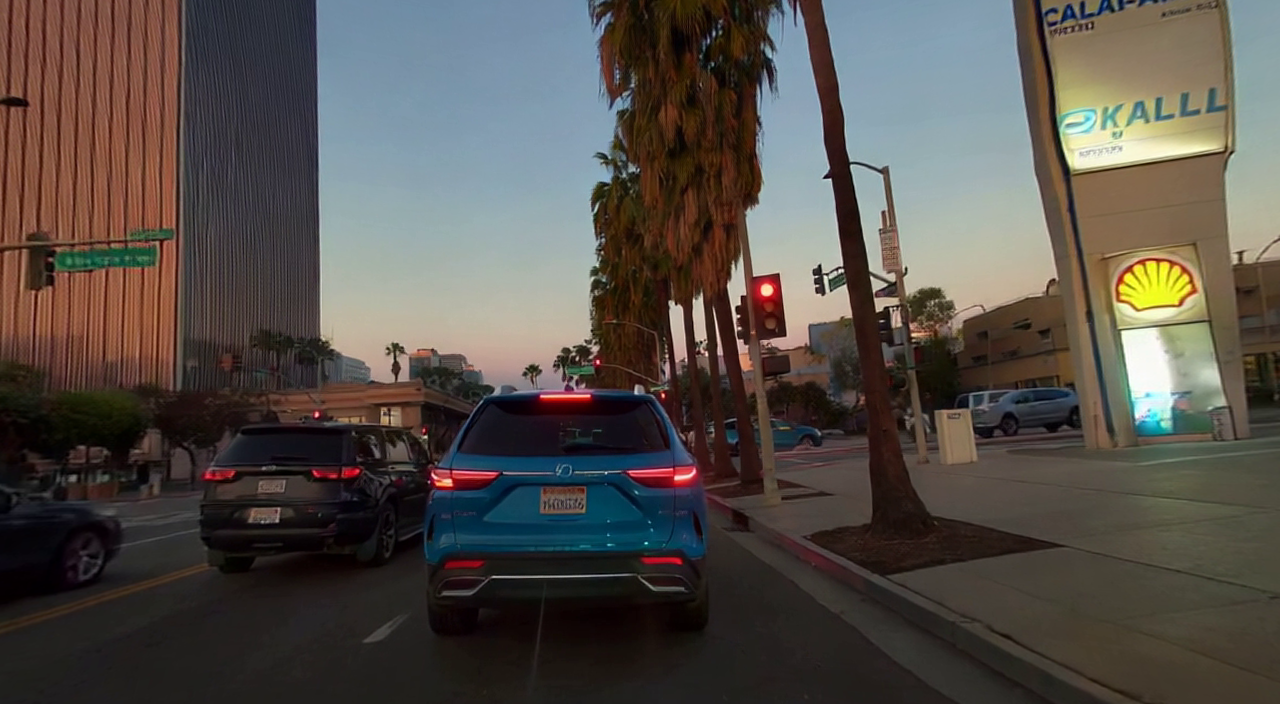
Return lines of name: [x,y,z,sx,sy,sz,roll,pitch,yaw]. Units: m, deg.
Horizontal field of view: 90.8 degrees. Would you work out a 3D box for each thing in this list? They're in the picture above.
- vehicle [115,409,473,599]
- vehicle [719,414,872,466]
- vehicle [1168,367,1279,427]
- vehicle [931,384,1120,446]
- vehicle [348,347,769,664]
vehicle: [-3.813,1.750,8.335,2.097,1.692,5.030,0,-8,-3]
vehicle: [5.265,3.052,21.893,4.712,1.706,1.956,0,-8,-3]
vehicle: [22.687,1.688,22.935,5.033,1.999,2.259,0,-8,-4]
vehicle: [13.561,2.290,22.468,5.307,2.076,2.122,0,-8,-3]
vehicle: [-0.545,1.266,6.317,2.519,1.913,4.819,0,-8,-2]
